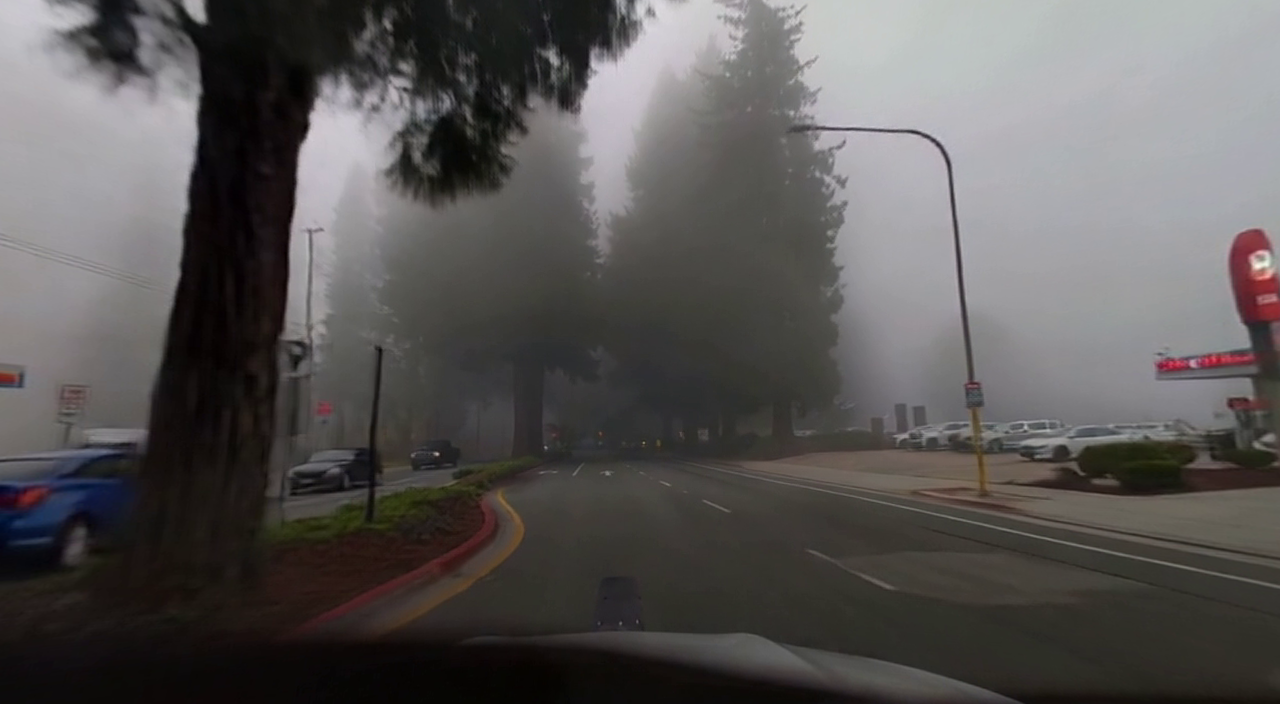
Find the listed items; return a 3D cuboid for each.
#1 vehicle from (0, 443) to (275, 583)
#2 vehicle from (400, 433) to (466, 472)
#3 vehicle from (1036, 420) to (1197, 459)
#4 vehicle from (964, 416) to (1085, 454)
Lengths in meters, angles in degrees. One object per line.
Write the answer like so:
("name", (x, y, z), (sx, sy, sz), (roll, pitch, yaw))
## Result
("vehicle", (-7.421, 2.046, 8.937), (1.982, 1.465, 4.376), (0, -9, -1))
("vehicle", (-12.136, 5.955, 37.562), (2.131, 2.148, 5.709), (0, -9, -2))
("vehicle", (18.849, 3.492, 25.131), (4.800, 1.459, 2.051), (0, -9, -4))
("vehicle", (18.161, 3.934, 29.971), (4.422, 1.586, 1.990), (-1, -8, -3))
